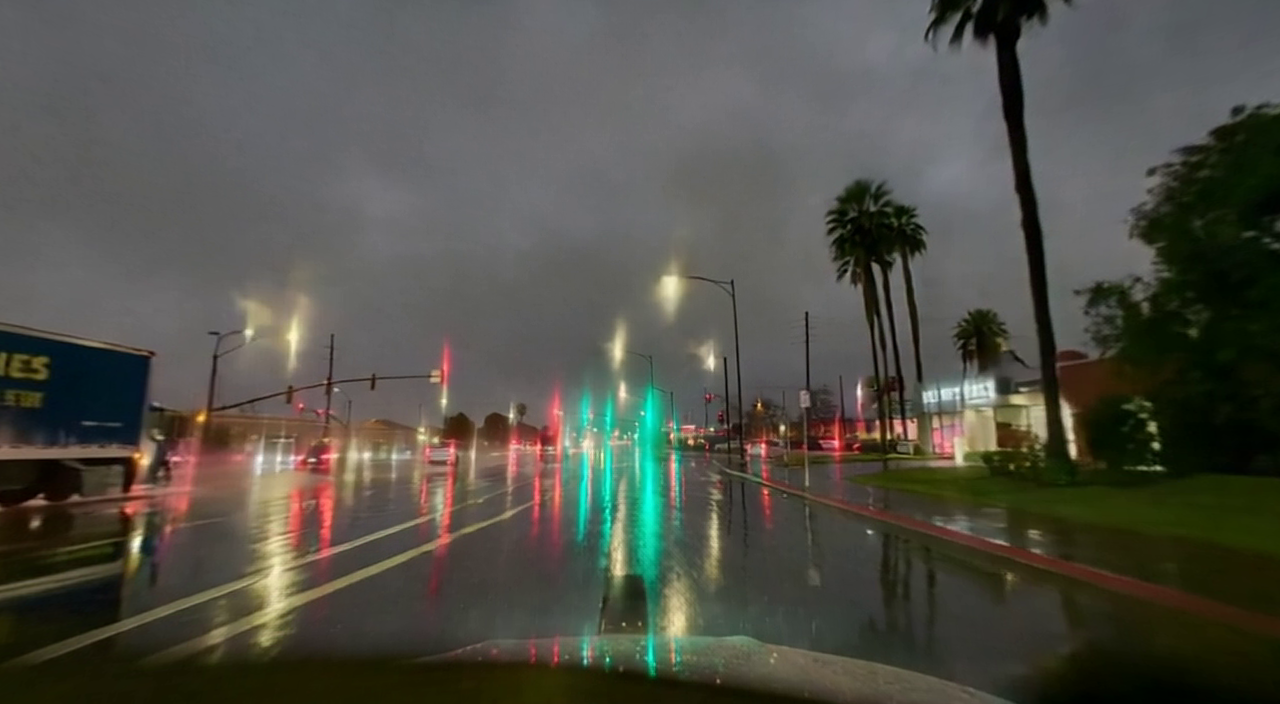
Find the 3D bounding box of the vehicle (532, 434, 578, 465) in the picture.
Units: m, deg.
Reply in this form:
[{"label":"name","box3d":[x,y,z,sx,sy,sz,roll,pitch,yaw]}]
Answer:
[{"label":"vehicle","box3d":[-5.056,5.892,37.991,2.114,1.784,4.450,0,-9,1]}]

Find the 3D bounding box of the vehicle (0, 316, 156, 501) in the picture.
[{"label":"vehicle","box3d":[-15.268,1.175,13.168,3.061,3.932,8.708,0,-9,1]}]

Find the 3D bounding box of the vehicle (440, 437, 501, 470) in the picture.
[{"label":"vehicle","box3d":[-8.643,5.209,32.397,1.977,1.584,3.983,0,-9,1]}]

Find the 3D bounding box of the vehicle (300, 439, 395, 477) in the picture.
[{"label":"vehicle","box3d":[-12.027,4.378,26.159,1.900,1.462,4.225,0,-9,0]}]
